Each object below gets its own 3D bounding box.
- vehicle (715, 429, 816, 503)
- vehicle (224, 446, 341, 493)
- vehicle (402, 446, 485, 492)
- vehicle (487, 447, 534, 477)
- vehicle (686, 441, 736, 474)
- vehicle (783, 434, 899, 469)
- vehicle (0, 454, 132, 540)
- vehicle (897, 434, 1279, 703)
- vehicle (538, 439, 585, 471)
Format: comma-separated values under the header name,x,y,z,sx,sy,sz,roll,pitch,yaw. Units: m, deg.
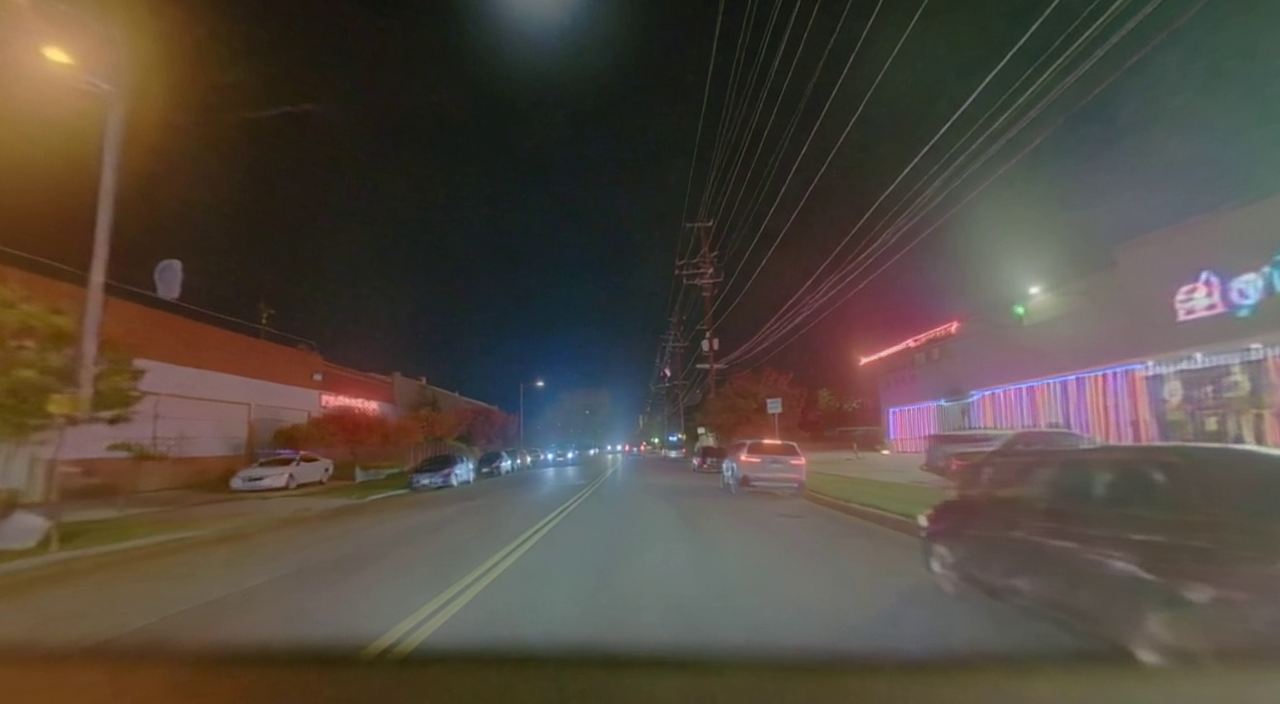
name,x,y,z,sx,sy,sz,roll,pitch,yaw
vehicle,3.484,3.302,18.540,2.025,1.843,4.883,-1,-9,1
vehicle,-14.792,4.857,26.569,1.969,1.741,5.148,0,-9,-1
vehicle,-8.398,4.991,27.544,2.113,1.665,5.062,0,-7,-2
vehicle,-8.223,6.991,40.508,1.791,1.622,5.056,-2,-7,2
vehicle,3.627,5.537,33.291,2.136,1.586,4.919,0,-9,1
vehicle,9.885,4.934,31.293,5.084,1.641,1.848,0,-9,-1
vehicle,-13.892,2.942,12.869,5.266,1.506,2.246,-2,-8,3
vehicle,3.589,1.292,4.128,1.866,1.439,4.482,0,-9,-1
vehicle,-5.092,6.714,41.365,2.152,1.918,4.217,-3,-8,5
